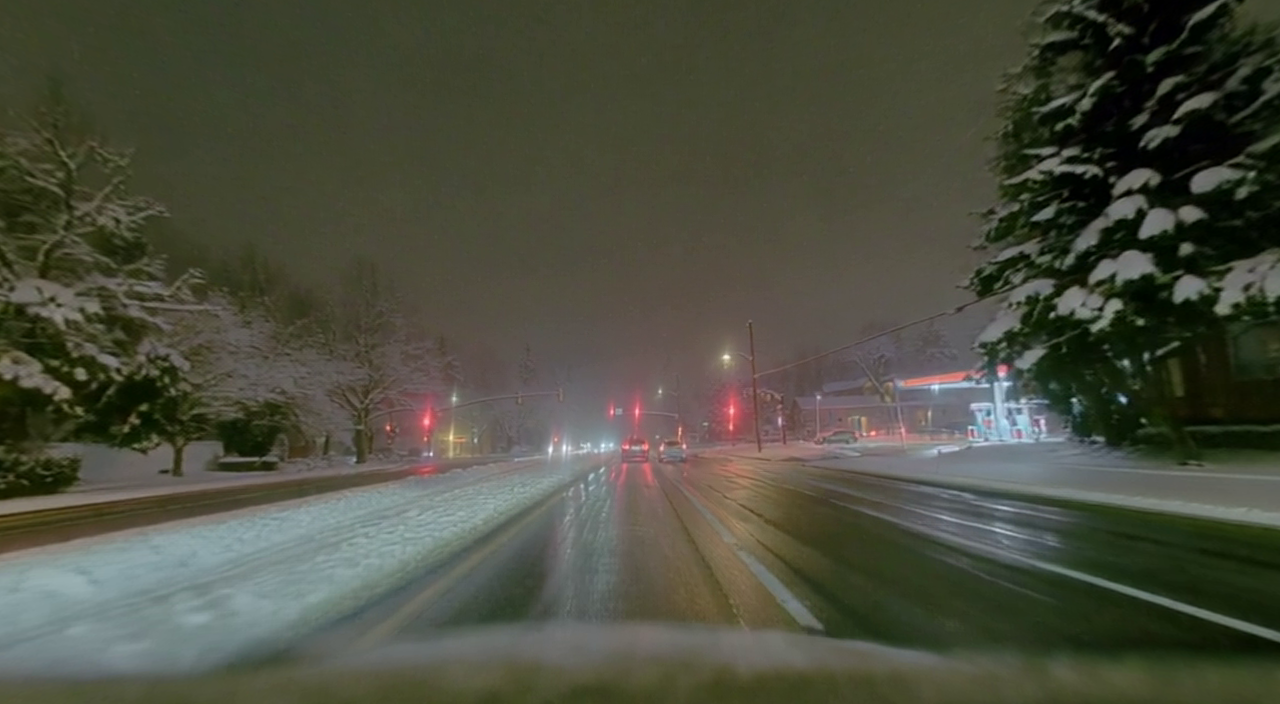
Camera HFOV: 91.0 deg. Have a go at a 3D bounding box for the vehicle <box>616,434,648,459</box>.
[{"bbox_3d":[-0.561,6.770,45.060,2.146,1.742,4.095,0,-9,-1],"label":"vehicle"}]
